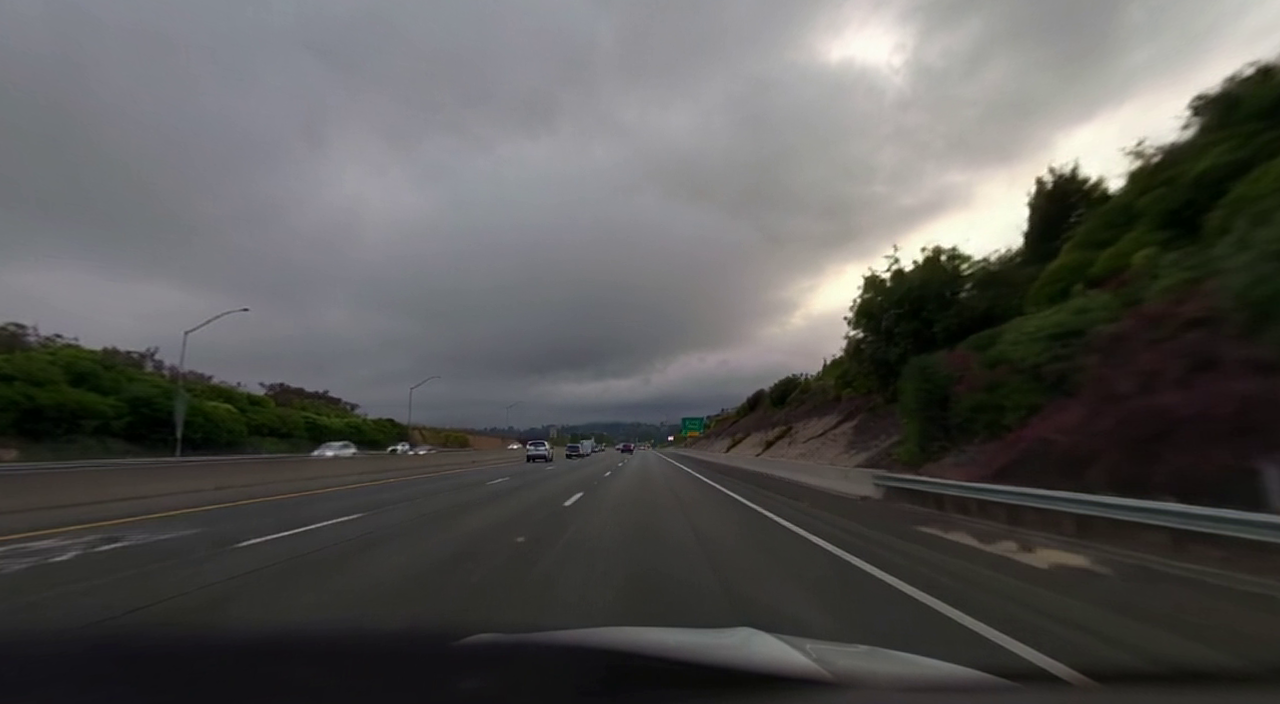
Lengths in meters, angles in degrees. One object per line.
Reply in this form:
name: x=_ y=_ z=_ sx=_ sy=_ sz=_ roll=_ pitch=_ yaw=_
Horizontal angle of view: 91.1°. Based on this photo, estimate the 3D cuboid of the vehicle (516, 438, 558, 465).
vehicle: x=-6.626 y=6.441 z=40.796 sx=1.972 sy=1.660 sz=4.254 roll=0 pitch=-8 yaw=0

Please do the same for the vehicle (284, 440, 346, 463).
vehicle: x=-22.410 y=6.849 z=43.469 sx=1.790 sy=1.478 sz=4.416 roll=0 pitch=-8 yaw=2
